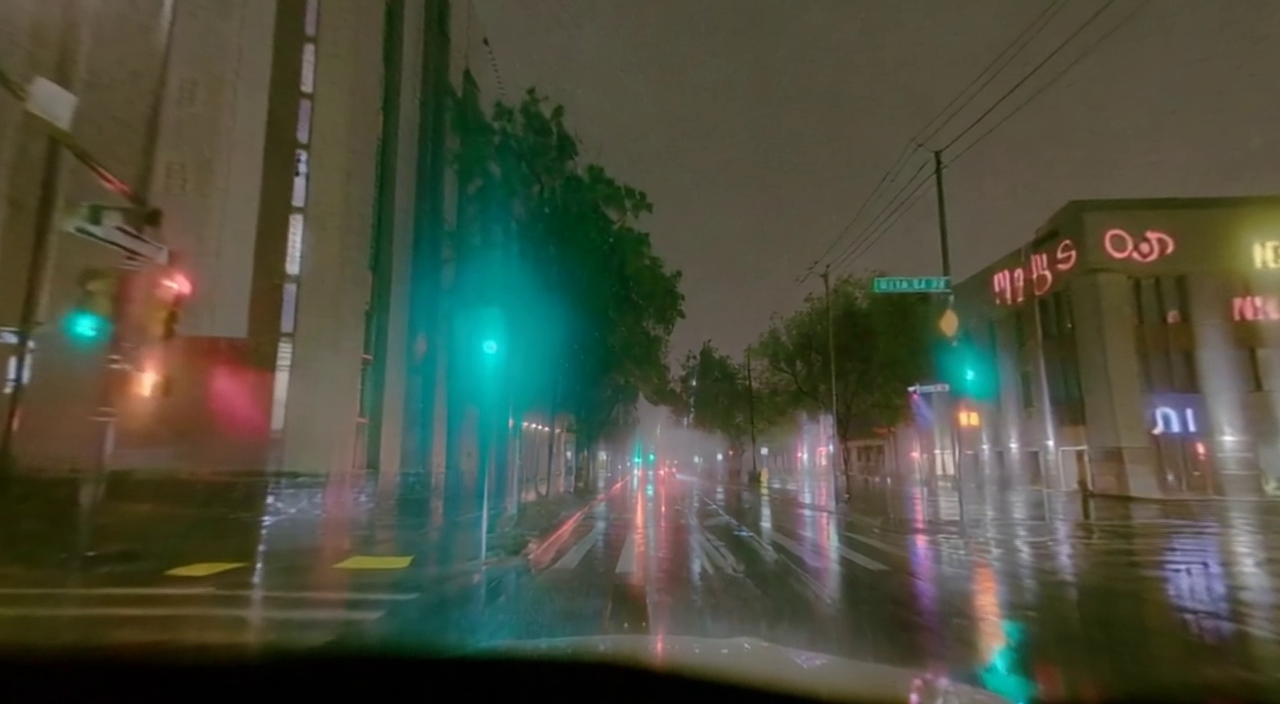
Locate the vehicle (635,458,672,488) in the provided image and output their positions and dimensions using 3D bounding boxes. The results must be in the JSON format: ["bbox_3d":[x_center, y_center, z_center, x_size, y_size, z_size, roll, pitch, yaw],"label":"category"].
[{"bbox_3d":[0.770,7.081,37.113,2.079,1.621,3.861,0,-9,0],"label":"vehicle"}]
